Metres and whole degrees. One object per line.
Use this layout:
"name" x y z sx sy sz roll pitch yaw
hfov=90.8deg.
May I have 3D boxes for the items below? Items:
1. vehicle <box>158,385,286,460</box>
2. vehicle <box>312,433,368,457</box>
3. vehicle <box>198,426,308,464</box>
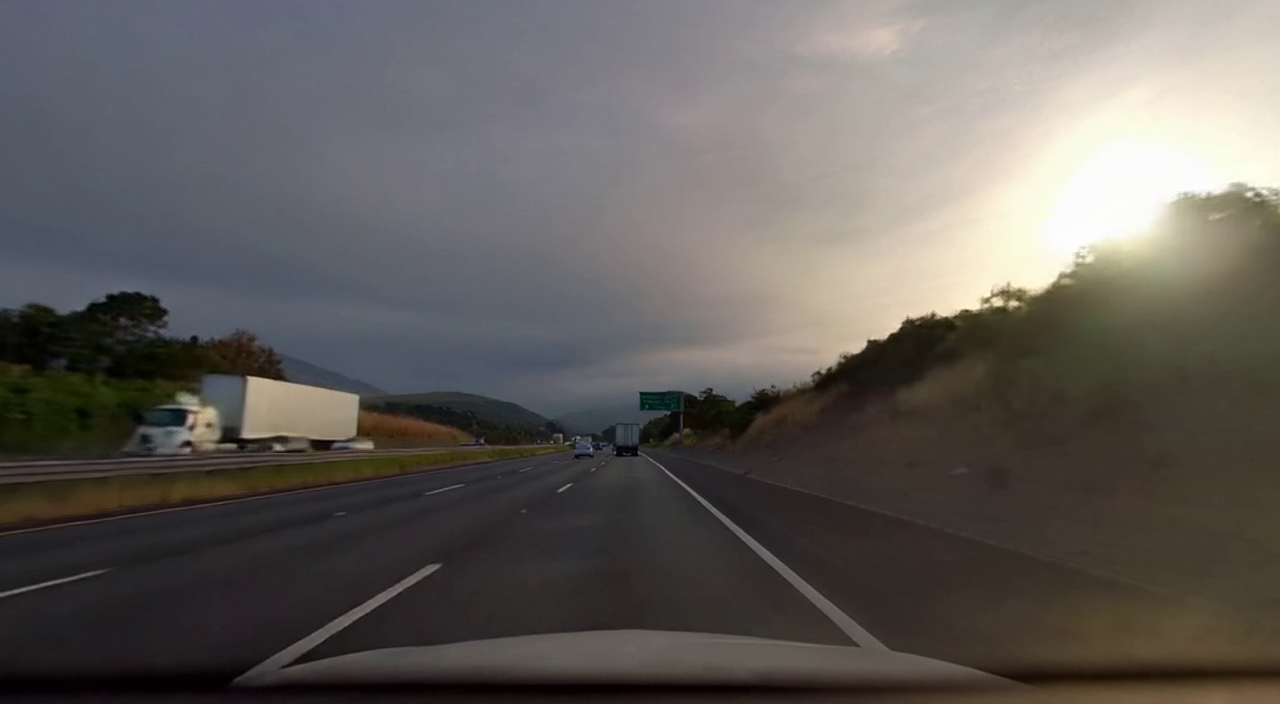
"vehicle" -23.807 4.209 36.464 3.000 3.916 6.299 0 -9 -1
"vehicle" -19.973 6.238 42.155 1.881 1.480 3.938 0 -9 -1
"vehicle" -16.384 3.999 27.033 1.890 1.485 4.491 0 -9 -1
